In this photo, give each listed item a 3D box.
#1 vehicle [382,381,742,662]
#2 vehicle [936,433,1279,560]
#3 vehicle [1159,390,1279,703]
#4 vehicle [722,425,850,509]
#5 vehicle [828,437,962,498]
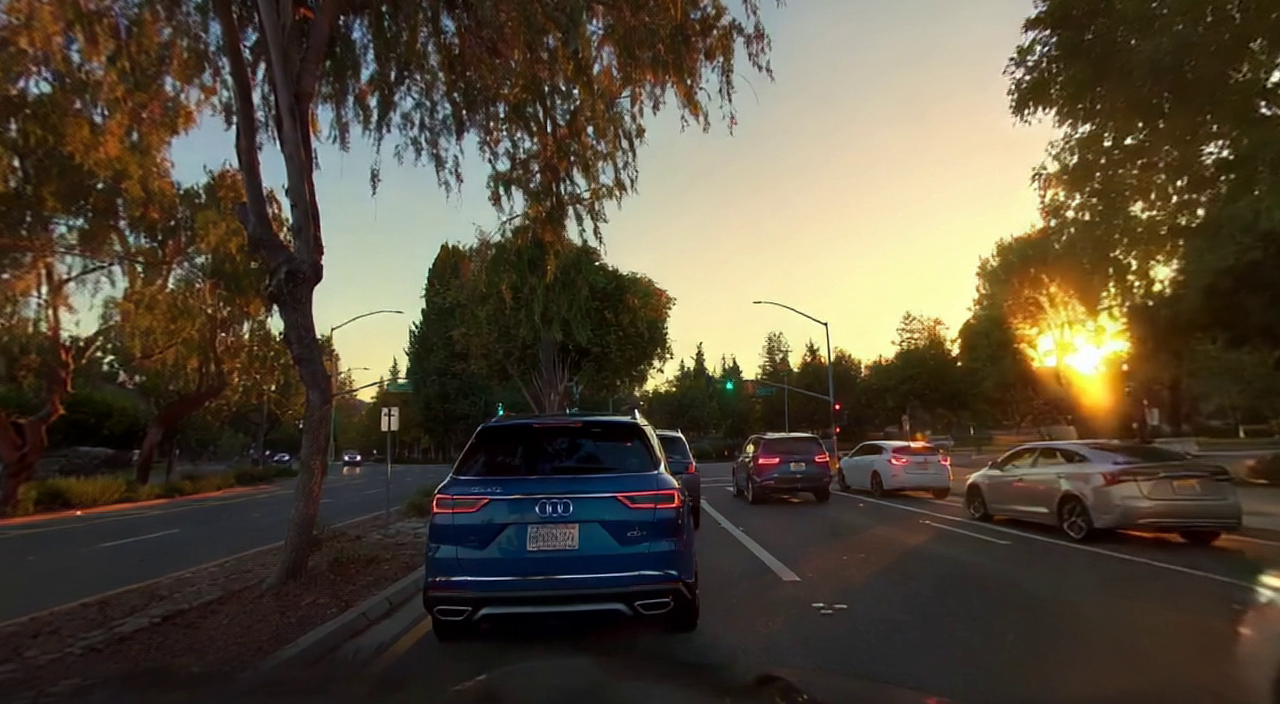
[{"bbox_3d":[-0.431,1.353,6.088,2.201,1.709,4.271,0,-9,1],"label":"vehicle"},{"bbox_3d":[6.576,2.020,9.656,1.894,1.445,4.565,0,-9,0],"label":"vehicle"},{"bbox_3d":[3.146,0.585,0.146,1.997,1.486,4.753,0,-9,0],"label":"vehicle"},{"bbox_3d":[3.262,2.681,15.122,1.963,1.682,4.407,0,-9,0],"label":"vehicle"},{"bbox_3d":[6.950,3.191,17.820,1.890,1.489,4.415,0,-9,-1],"label":"vehicle"}]
